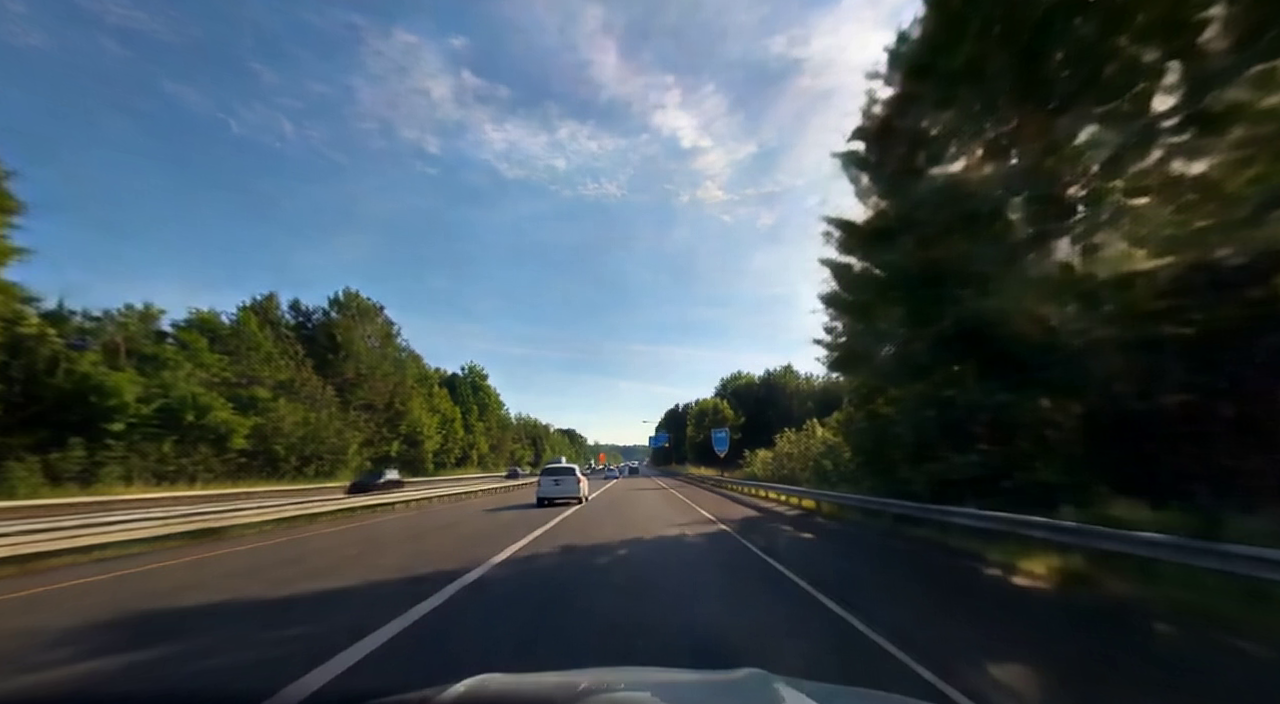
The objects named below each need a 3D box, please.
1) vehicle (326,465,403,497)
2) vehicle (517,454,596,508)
[{"bbox_3d":[-13.431,6.323,31.039,1.855,1.422,4.377,1,-10,-1],"label":"vehicle"},{"bbox_3d":[-2.800,4.459,22.053,2.104,1.655,4.039,0,-10,1],"label":"vehicle"}]
